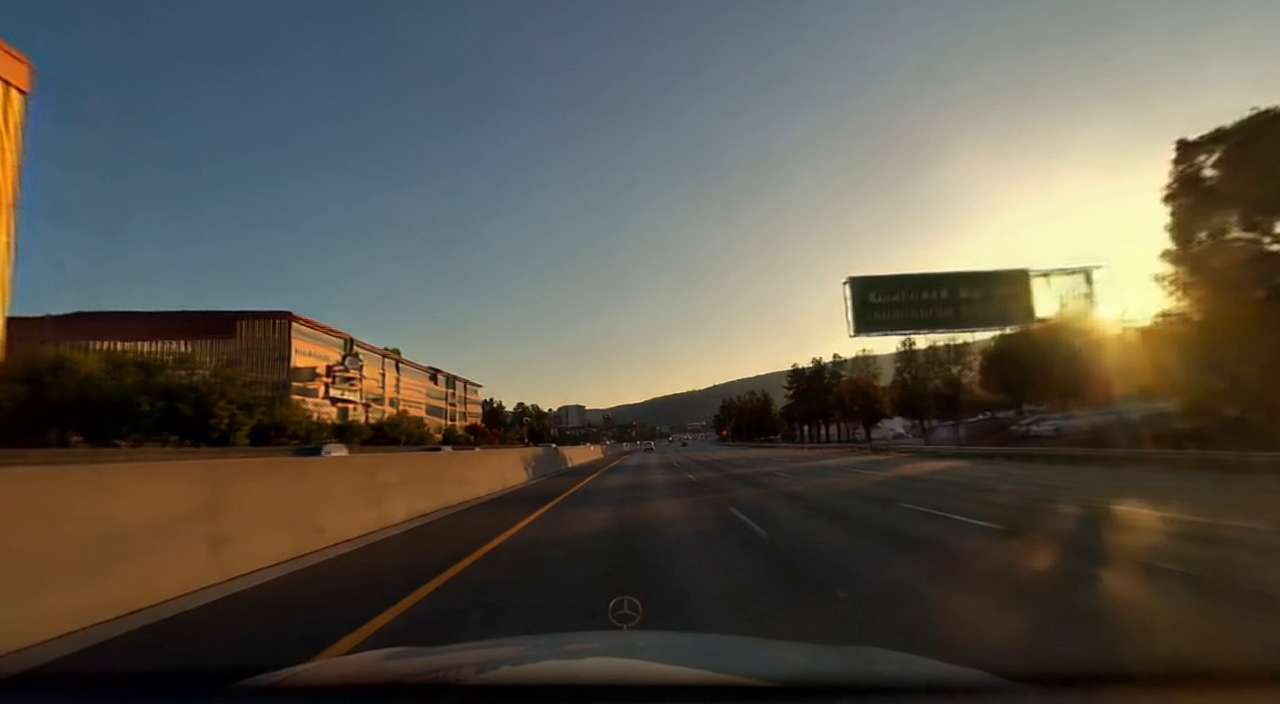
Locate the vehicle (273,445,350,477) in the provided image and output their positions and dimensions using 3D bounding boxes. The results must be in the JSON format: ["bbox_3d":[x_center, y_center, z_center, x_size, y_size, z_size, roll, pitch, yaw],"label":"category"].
[{"bbox_3d":[-21.454,7.097,41.521,2.328,1.943,4.961,0,-8,1],"label":"vehicle"}]
